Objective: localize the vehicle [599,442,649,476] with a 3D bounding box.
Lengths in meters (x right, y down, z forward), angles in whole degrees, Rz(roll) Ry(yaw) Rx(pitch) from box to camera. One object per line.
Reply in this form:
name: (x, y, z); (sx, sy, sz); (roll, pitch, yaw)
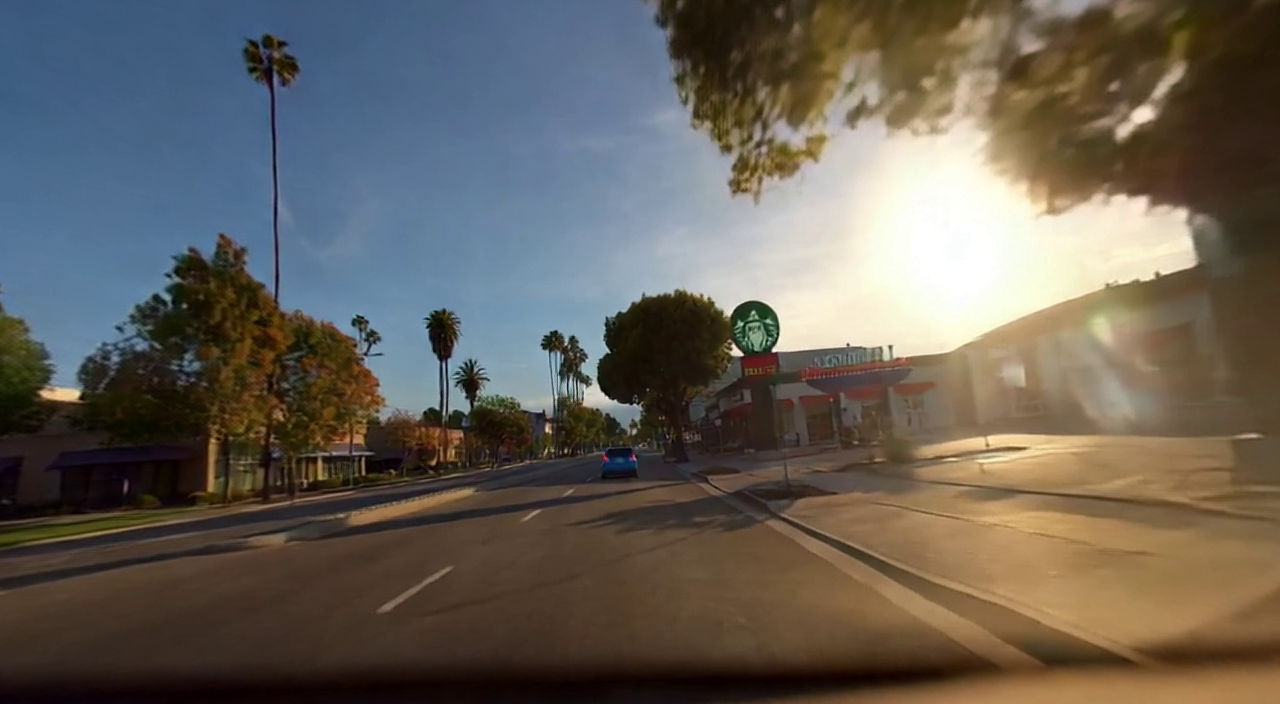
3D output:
vehicle: (-0.685, 4.985, 29.706); (2.156, 1.462, 4.495); (0, -8, 0)
